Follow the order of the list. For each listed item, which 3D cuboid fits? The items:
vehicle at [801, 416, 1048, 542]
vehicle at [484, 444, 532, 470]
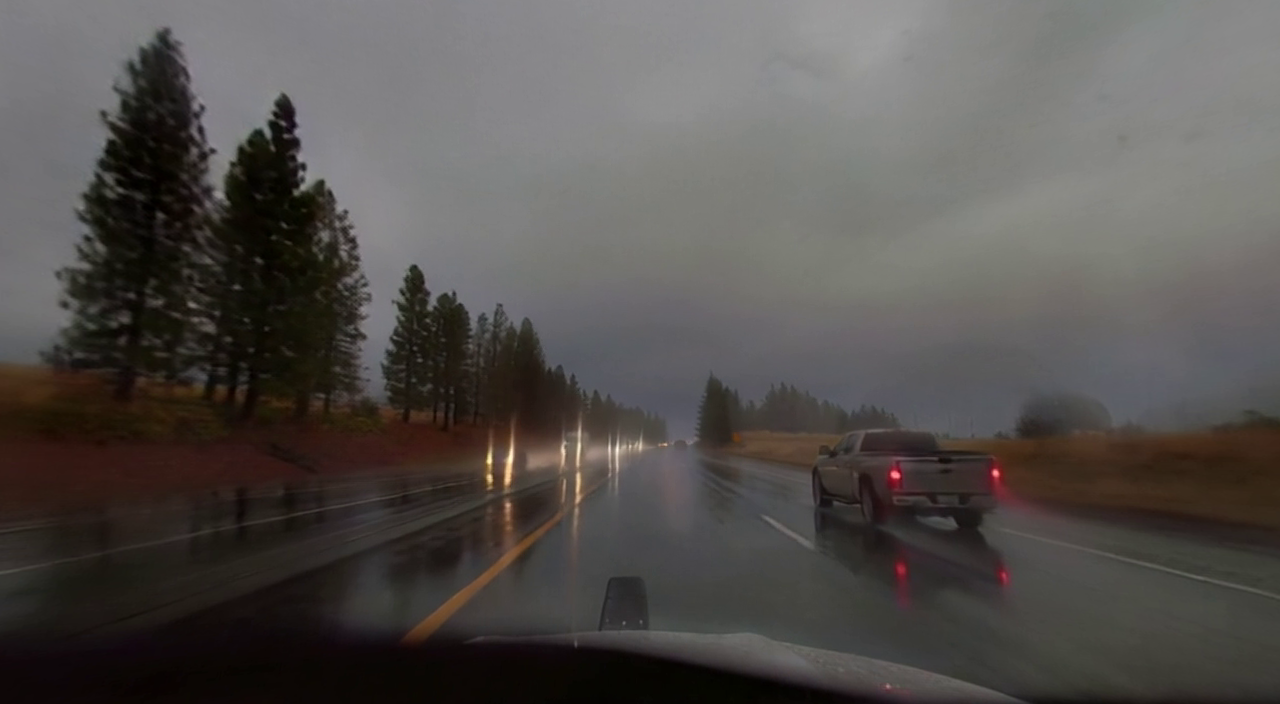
[{"bbox_3d":[4.533,2.106,11.146,2.098,1.703,4.862,0,-8,0],"label":"vehicle"},{"bbox_3d":[-8.725,6.982,42.040,2.062,1.597,4.608,0,-8,1],"label":"vehicle"}]
